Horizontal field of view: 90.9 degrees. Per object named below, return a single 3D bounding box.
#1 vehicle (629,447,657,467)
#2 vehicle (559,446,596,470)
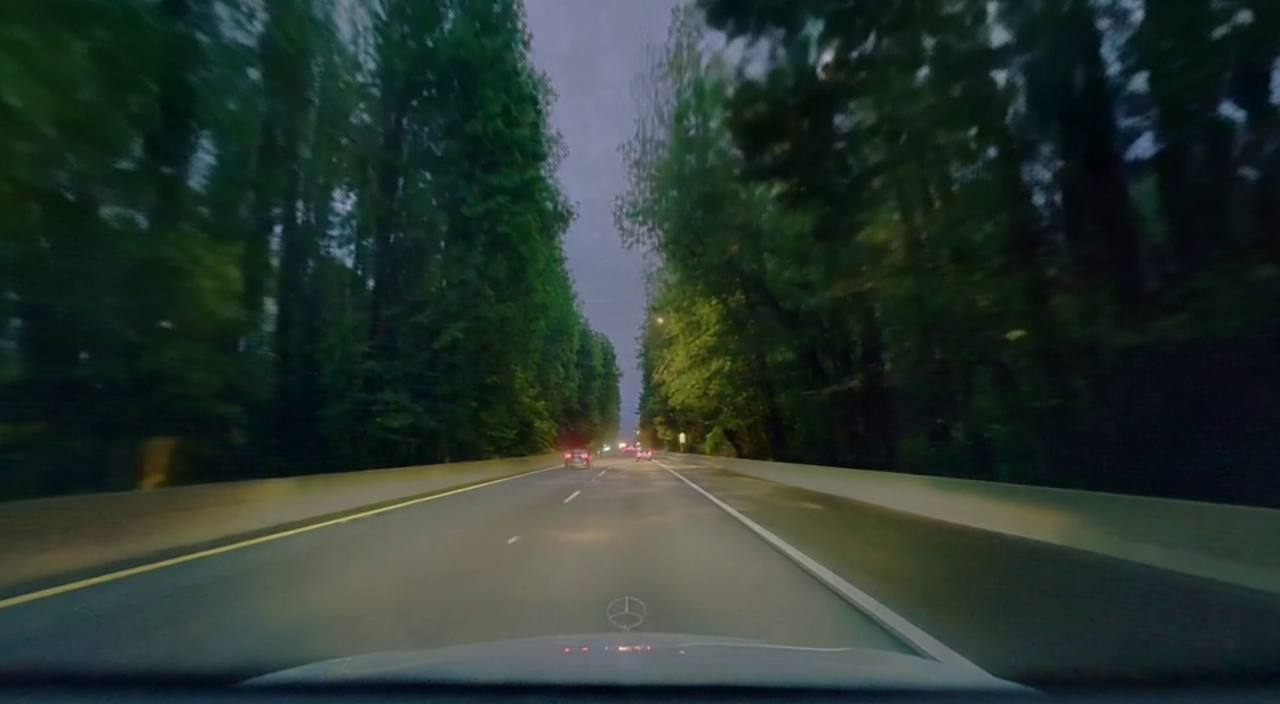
[{"bbox_3d":[0.225,8.016,48.157,1.989,1.402,3.831,0,-9,0],"label":"vehicle"},{"bbox_3d":[-4.106,7.056,42.119,2.112,1.498,4.117,0,-9,-1],"label":"vehicle"}]
